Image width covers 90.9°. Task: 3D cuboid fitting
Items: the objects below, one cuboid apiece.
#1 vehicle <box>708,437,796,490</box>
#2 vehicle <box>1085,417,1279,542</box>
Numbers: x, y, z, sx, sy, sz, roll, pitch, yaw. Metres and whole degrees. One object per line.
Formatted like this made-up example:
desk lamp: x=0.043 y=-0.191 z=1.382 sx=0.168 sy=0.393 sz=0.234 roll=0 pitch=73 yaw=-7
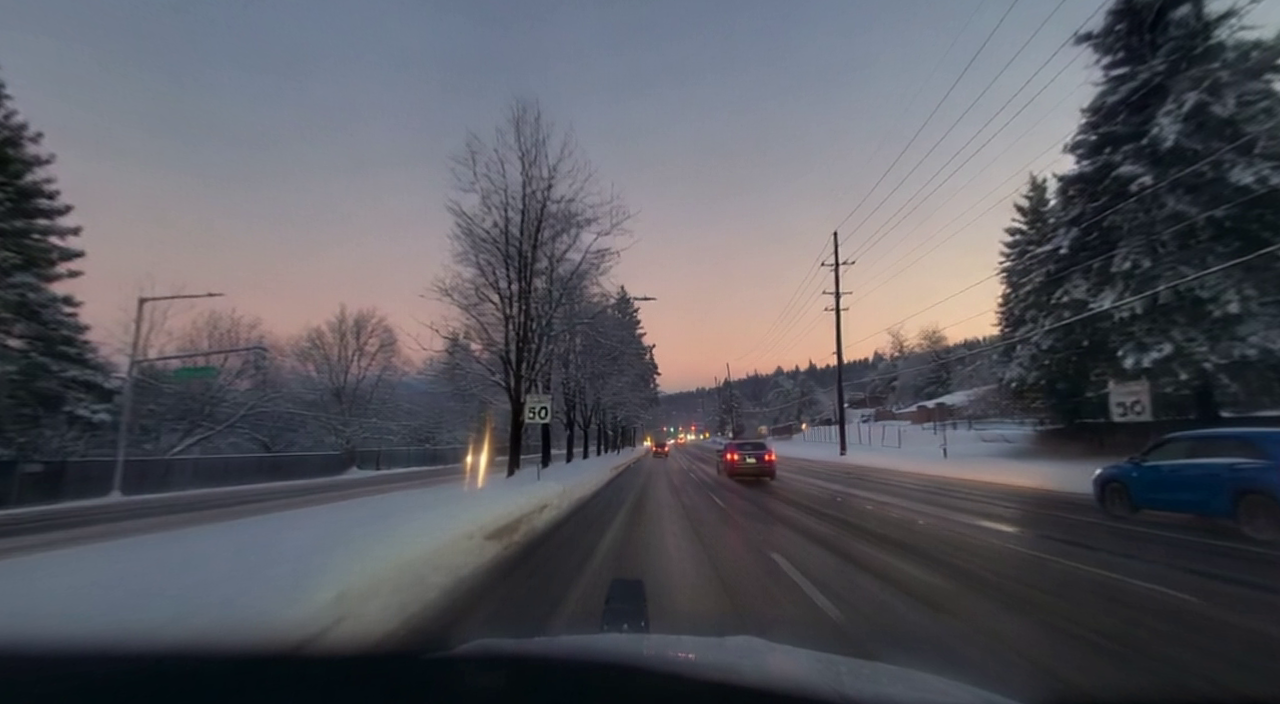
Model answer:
vehicle: x=3.445 y=3.509 z=20.232 sx=2.063 sy=1.481 sz=4.247 roll=0 pitch=-8 yaw=0
vehicle: x=9.851 y=1.984 z=10.252 sx=1.978 sy=1.700 sz=4.461 roll=0 pitch=-8 yaw=1
